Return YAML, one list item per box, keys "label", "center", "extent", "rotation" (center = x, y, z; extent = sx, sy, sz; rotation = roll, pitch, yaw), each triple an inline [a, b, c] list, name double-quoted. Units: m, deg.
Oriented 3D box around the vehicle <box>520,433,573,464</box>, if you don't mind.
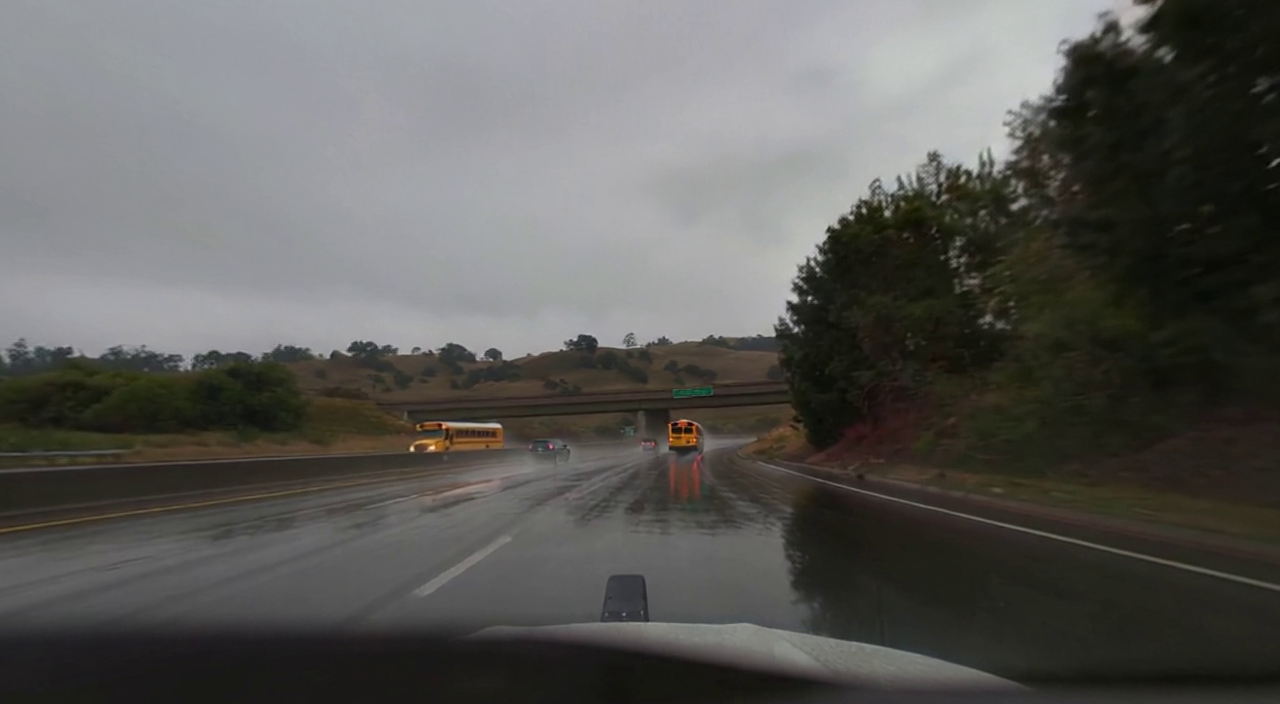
- label: "vehicle"
  center: [-5.526, 5.791, 37.980]
  extent: [2.106, 1.704, 4.637]
  rotation: [-1, -8, 5]
